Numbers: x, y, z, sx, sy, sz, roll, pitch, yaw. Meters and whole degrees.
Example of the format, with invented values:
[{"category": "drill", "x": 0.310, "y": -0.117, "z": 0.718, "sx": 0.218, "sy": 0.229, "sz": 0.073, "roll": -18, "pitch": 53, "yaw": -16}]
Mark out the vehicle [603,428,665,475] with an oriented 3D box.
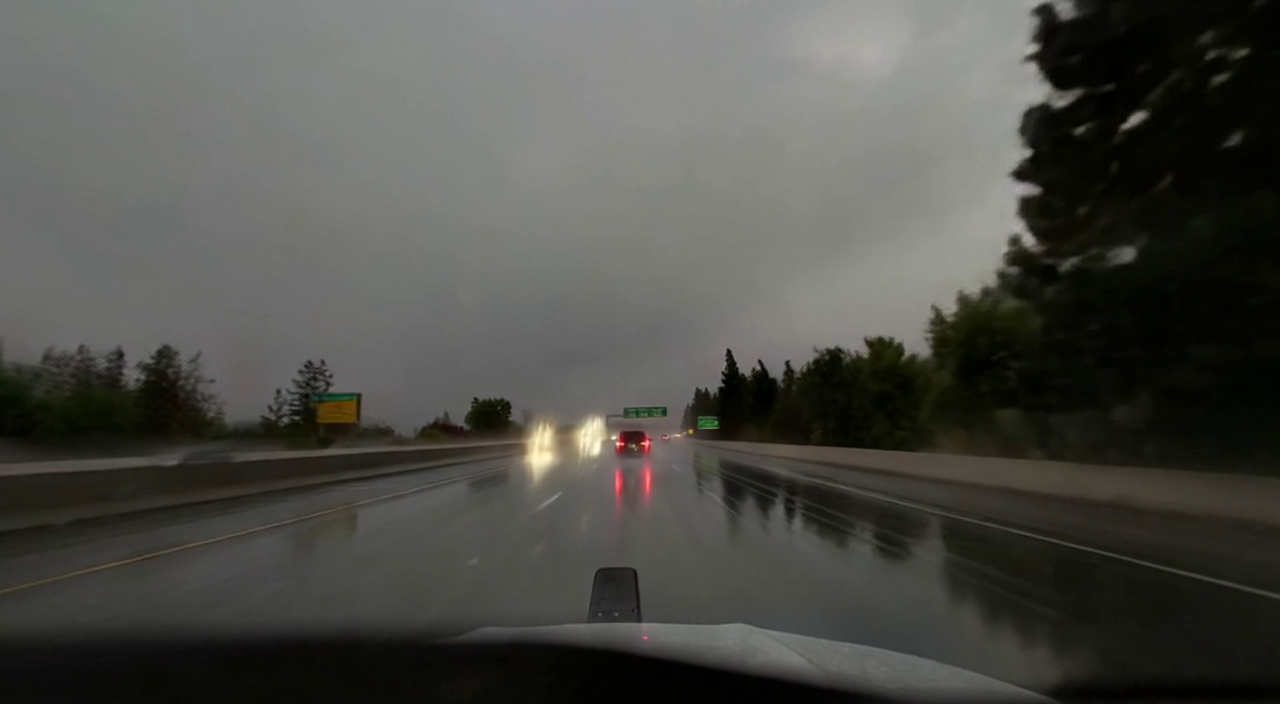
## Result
[{"category": "vehicle", "x": -0.225, "y": 3.634, "z": 23.239, "sx": 2.094, "sy": 1.600, "sz": 3.666, "roll": 0, "pitch": -8, "yaw": -1}]
